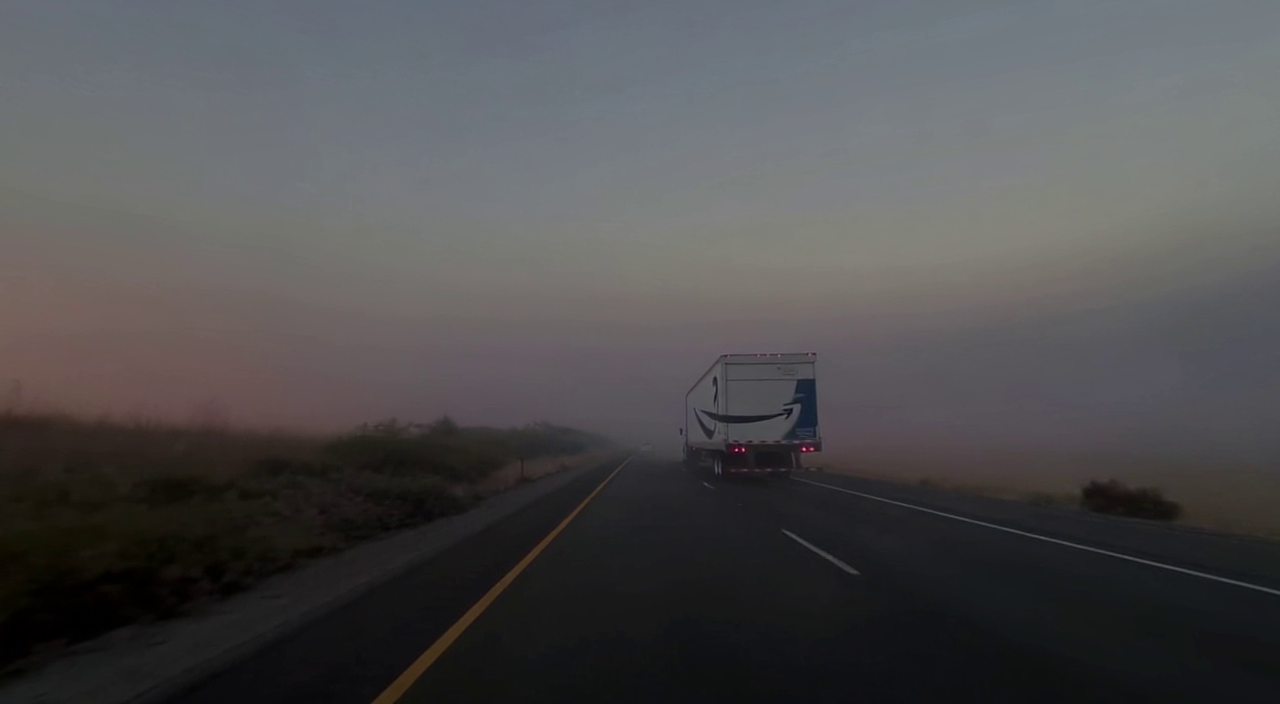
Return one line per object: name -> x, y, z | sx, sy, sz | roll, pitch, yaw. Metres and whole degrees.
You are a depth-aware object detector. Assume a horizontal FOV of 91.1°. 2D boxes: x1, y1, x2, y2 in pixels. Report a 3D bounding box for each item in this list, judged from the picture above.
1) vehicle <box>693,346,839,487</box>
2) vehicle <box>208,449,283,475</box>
vehicle -> 4.563, 3.167, 27.716 | 3.190, 4.365, 16.625 | 0, -8, 1
vehicle -> -28.441, 7.930, 45.483 | 2.216, 1.758, 4.974 | 0, -8, 0
